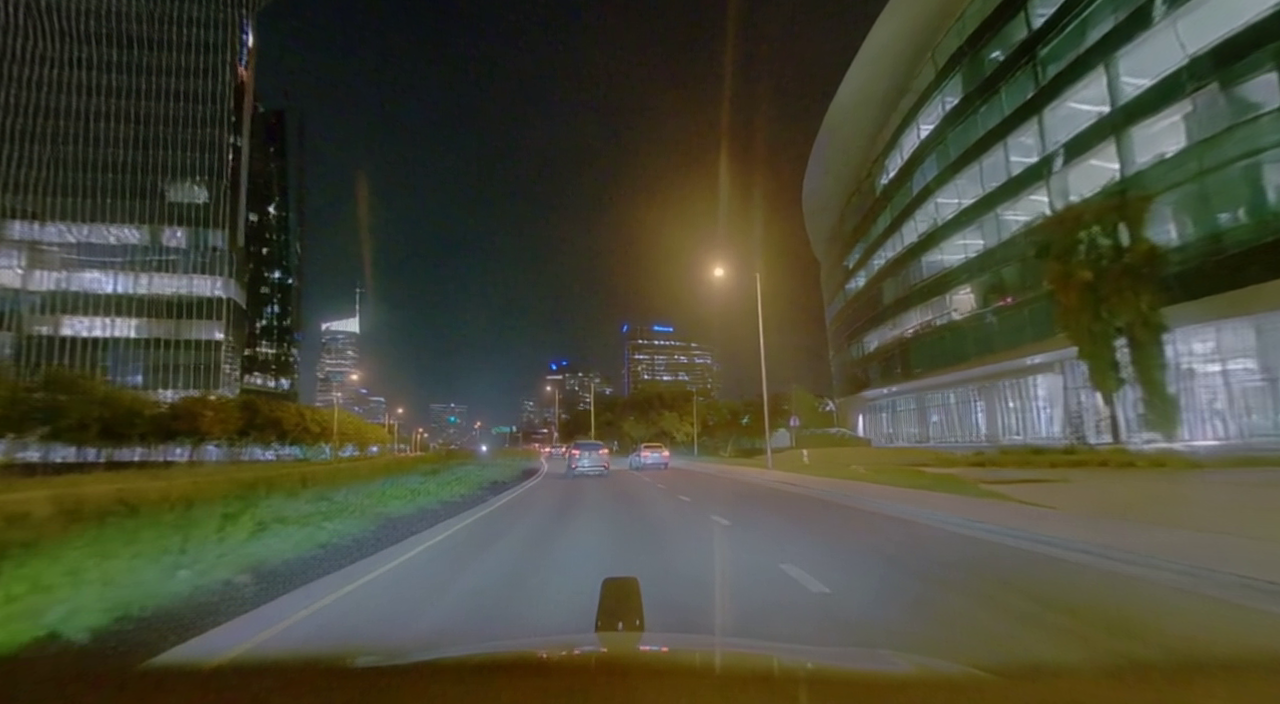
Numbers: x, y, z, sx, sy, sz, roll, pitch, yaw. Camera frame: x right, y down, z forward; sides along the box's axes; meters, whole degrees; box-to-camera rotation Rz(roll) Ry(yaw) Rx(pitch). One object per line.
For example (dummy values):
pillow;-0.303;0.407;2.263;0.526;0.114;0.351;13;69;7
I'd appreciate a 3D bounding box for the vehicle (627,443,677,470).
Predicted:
vehicle;0.653;6.205;37.692;2.116;1.506;4.355;2;-9;-10

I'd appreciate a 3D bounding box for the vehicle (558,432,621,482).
vehicle;-1.977;4.033;24.442;2.173;1.761;4.374;1;-9;-5
